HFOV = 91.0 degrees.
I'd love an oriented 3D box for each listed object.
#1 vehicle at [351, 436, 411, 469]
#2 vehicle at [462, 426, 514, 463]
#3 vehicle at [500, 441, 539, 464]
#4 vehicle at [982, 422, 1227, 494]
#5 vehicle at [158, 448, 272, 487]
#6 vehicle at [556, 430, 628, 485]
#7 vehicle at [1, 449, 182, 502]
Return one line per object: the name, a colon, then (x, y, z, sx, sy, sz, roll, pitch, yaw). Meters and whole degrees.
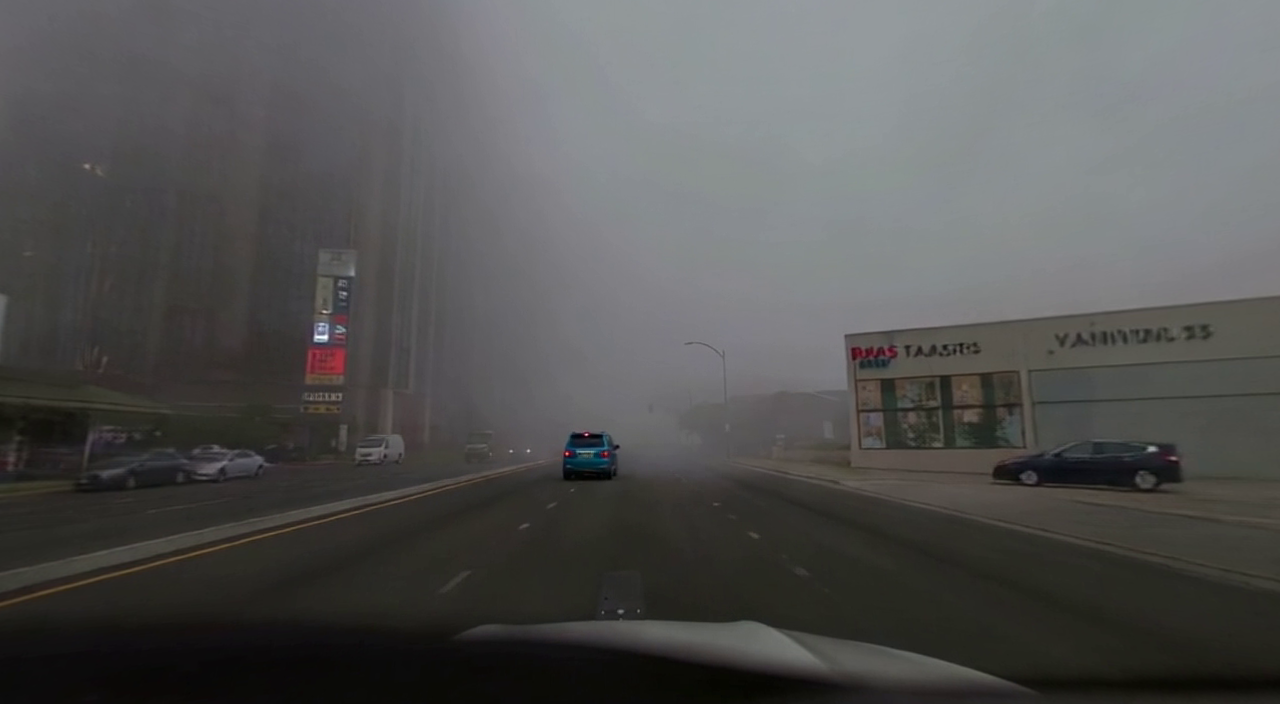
vehicle: (-17.954, 6.955, 43.863, 2.112, 2.138, 4.888, 0, -8, 0)
vehicle: (-11.755, 7.236, 49.101, 2.556, 2.673, 5.915, 0, -8, 0)
vehicle: (-8.301, 6.966, 43.789, 1.899, 1.495, 4.093, 0, -8, 0)
vehicle: (14.812, 3.413, 20.638, 2.589, 1.989, 5.779, 4, -9, -26)
vehicle: (-17.797, 4.821, 26.649, 1.840, 1.508, 4.376, 0, -8, -1)
vehicle: (-1.556, 3.628, 21.898, 2.080, 1.722, 3.766, 0, -8, 2)
vehicle: (-17.806, 3.985, 20.808, 1.852, 1.481, 4.660, 0, -8, -1)
